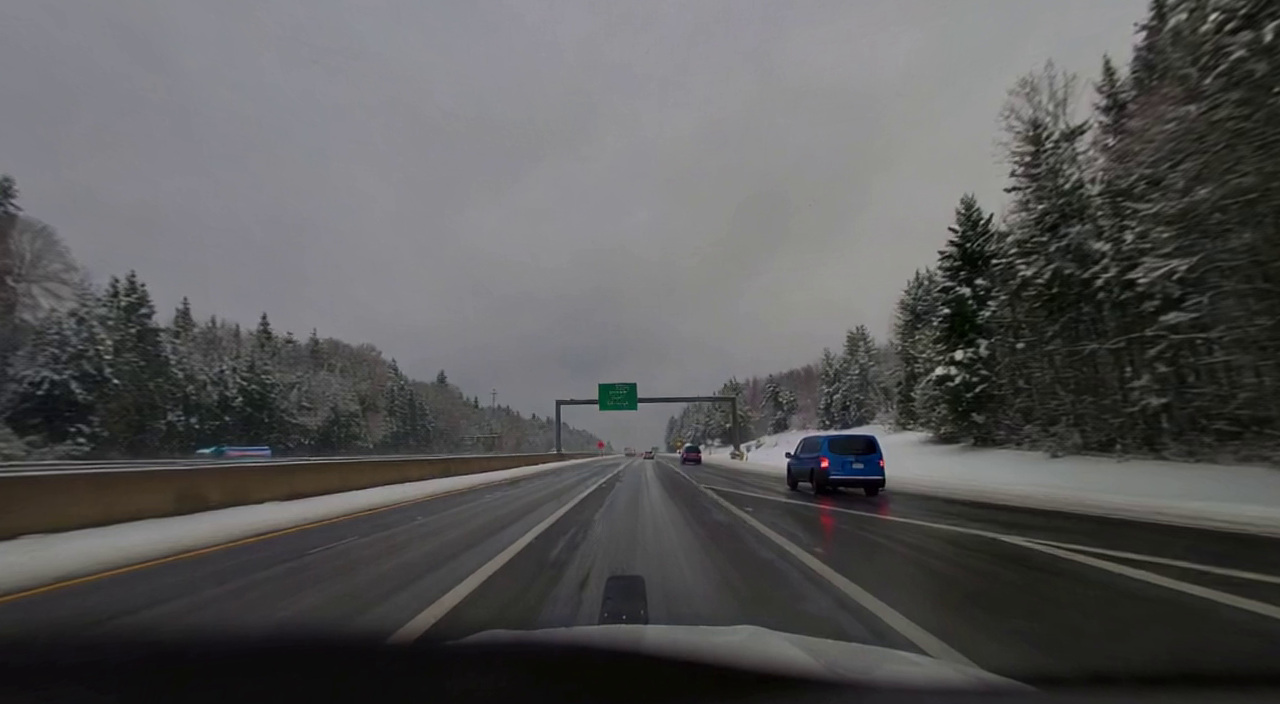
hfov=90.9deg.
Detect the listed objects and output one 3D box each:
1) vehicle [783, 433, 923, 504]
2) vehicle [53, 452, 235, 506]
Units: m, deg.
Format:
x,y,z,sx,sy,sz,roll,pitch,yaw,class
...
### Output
x,y,z,sx,sy,sz,roll,pitch,yaw,class
6.032,3.343,18.519,1.971,1.795,4.389,2,-9,-10,vehicle
-15.279,3.898,19.850,1.903,1.486,4.666,0,-9,1,vehicle
